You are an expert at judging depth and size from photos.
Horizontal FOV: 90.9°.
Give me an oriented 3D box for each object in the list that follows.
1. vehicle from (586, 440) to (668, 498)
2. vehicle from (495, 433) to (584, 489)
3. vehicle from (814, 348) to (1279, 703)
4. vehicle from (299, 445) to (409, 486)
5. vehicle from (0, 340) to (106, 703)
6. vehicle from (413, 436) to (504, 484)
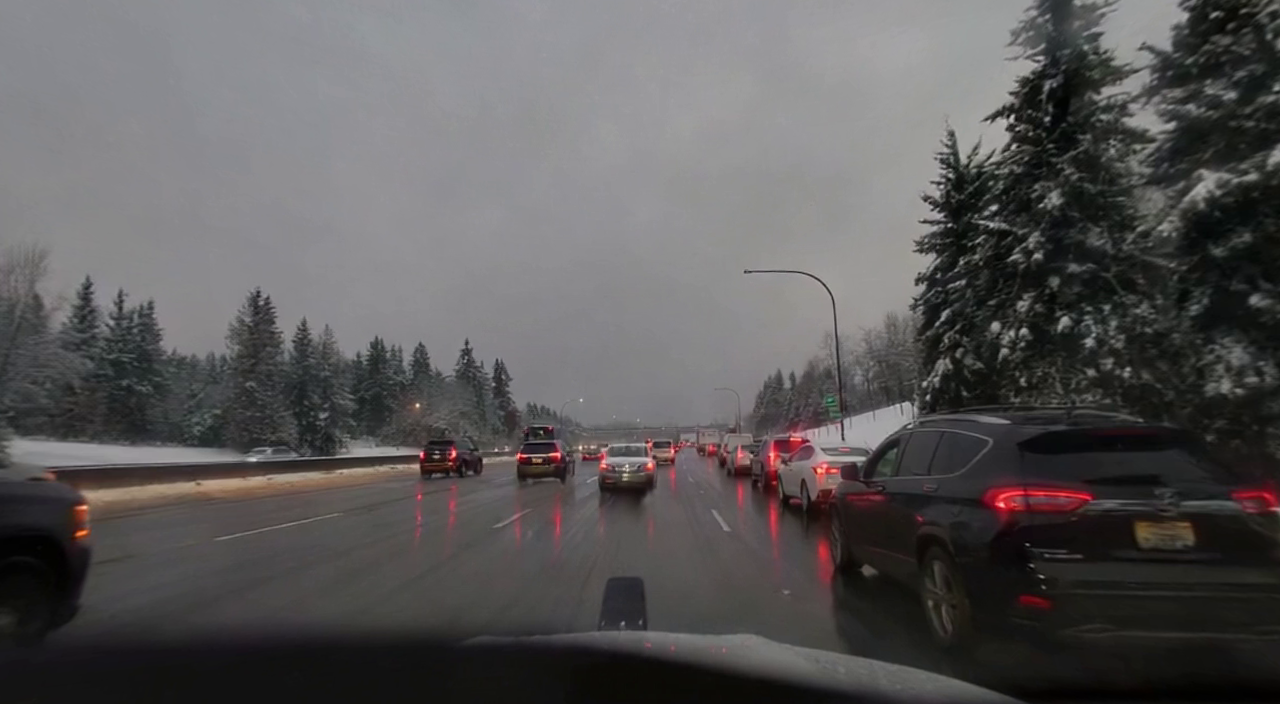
[{"bbox_3d":[-0.278,3.275,18.042,2.070,1.456,4.029,0,-8,2],"label":"vehicle"},{"bbox_3d":[-3.345,3.748,22.061,2.153,1.726,4.546,-1,-8,3],"label":"vehicle"},{"bbox_3d":[2.800,1.144,4.204,1.964,1.631,4.837,0,-8,1],"label":"vehicle"},{"bbox_3d":[-11.292,4.471,25.362,1.903,1.460,4.958,0,-8,3],"label":"vehicle"},{"bbox_3d":[-4.165,0.523,0.742,2.110,1.811,5.585,0,-8,1],"label":"vehicle"},{"bbox_3d":[-6.903,4.159,24.552,2.023,1.693,4.386,-1,-8,3],"label":"vehicle"}]
